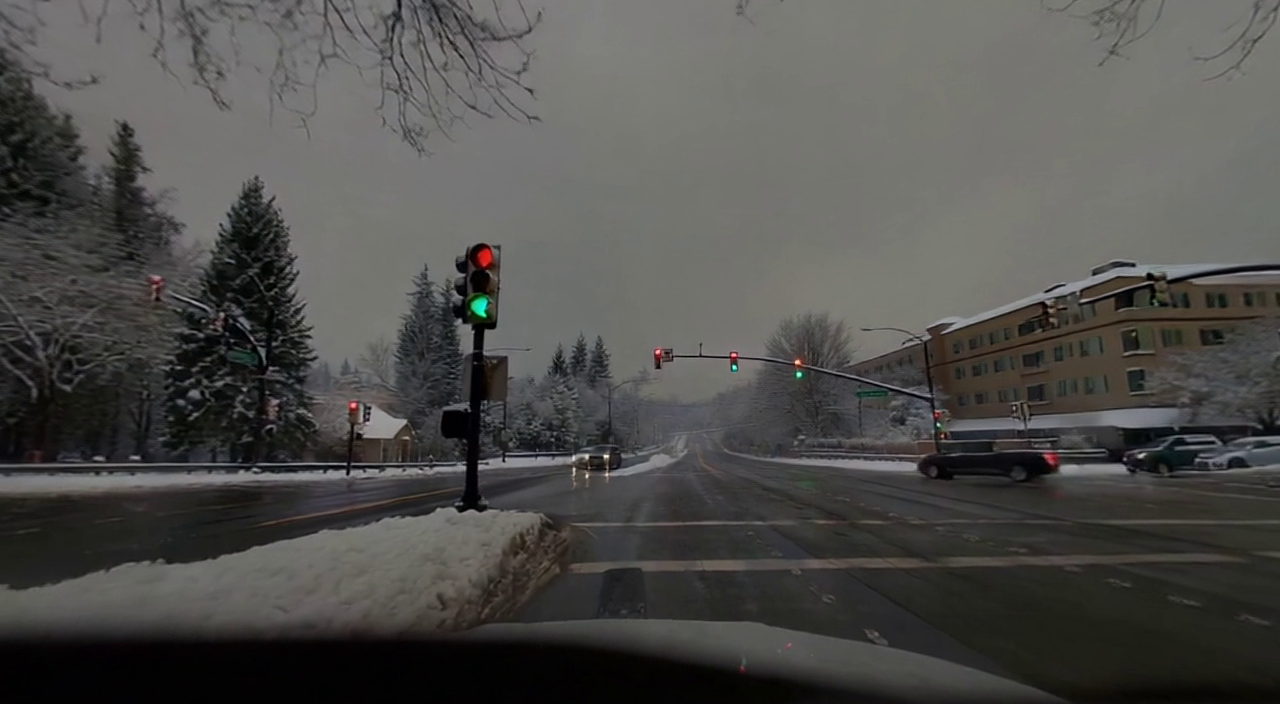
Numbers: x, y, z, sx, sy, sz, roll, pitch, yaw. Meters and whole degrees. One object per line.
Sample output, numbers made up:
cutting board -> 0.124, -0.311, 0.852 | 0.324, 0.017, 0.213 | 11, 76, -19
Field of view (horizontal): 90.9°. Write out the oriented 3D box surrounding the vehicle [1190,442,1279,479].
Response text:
vehicle -> 25.965, 4.484, 26.298 | 4.644, 1.470, 1.922 | 1, -8, -10

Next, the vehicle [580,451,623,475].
vehicle -> -2.579, 7.574, 43.295 | 2.076, 1.476, 3.873 | -2, -8, 11

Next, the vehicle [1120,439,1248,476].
vehicle -> 25.572, 4.942, 29.745 | 4.441, 1.674, 2.035 | 1, -8, -9

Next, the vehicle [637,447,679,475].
vehicle -> 1.253, 7.096, 41.366 | 2.197, 1.739, 4.177 | -2, -8, 10
